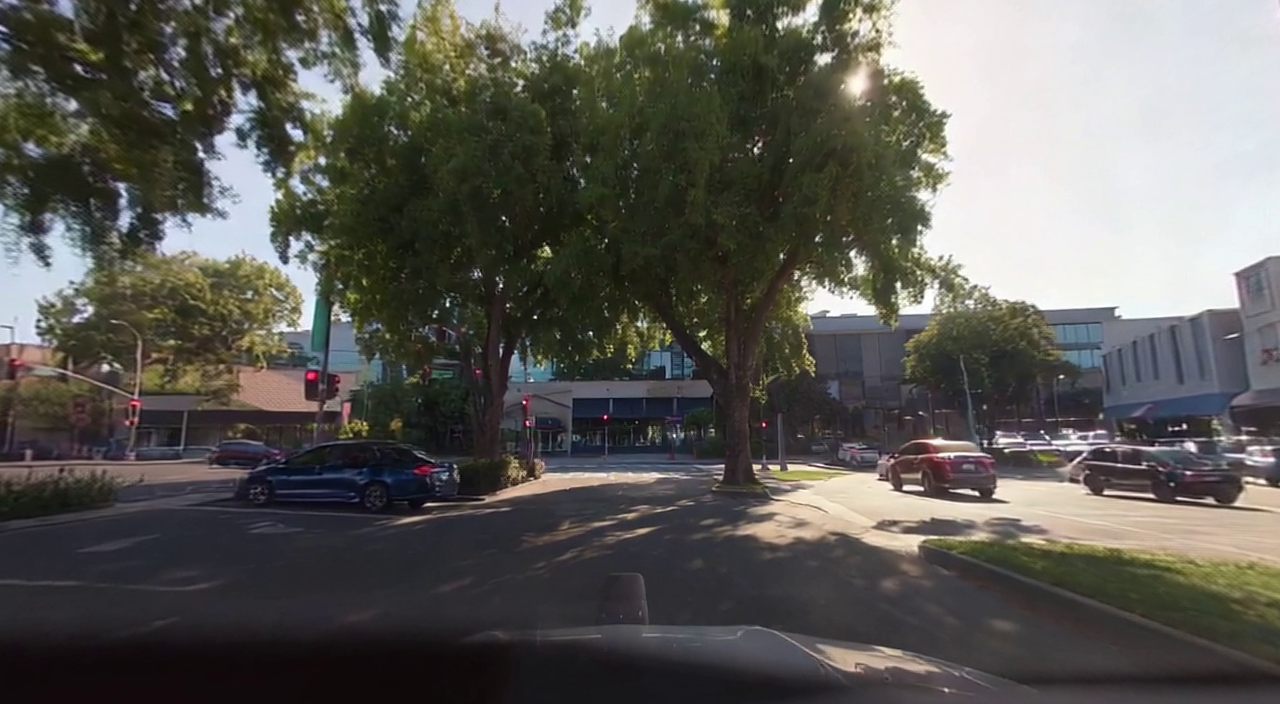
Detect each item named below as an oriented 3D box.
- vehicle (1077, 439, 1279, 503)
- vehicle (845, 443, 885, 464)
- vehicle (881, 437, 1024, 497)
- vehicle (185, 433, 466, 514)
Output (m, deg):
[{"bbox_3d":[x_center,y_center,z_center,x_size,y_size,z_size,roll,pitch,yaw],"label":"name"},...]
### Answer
[{"bbox_3d":[14.282,3.122,17.111,1.951,1.491,4.359,0,-8,4],"label":"vehicle"},{"bbox_3d":[16.324,7.371,45.994,1.824,1.453,4.148,-2,-9,7],"label":"vehicle"},{"bbox_3d":[8.928,3.296,18.604,2.061,1.519,4.794,-1,-8,5],"label":"vehicle"},{"bbox_3d":[-6.350,2.442,13.083,4.792,1.468,2.116,-1,-8,9],"label":"vehicle"}]
